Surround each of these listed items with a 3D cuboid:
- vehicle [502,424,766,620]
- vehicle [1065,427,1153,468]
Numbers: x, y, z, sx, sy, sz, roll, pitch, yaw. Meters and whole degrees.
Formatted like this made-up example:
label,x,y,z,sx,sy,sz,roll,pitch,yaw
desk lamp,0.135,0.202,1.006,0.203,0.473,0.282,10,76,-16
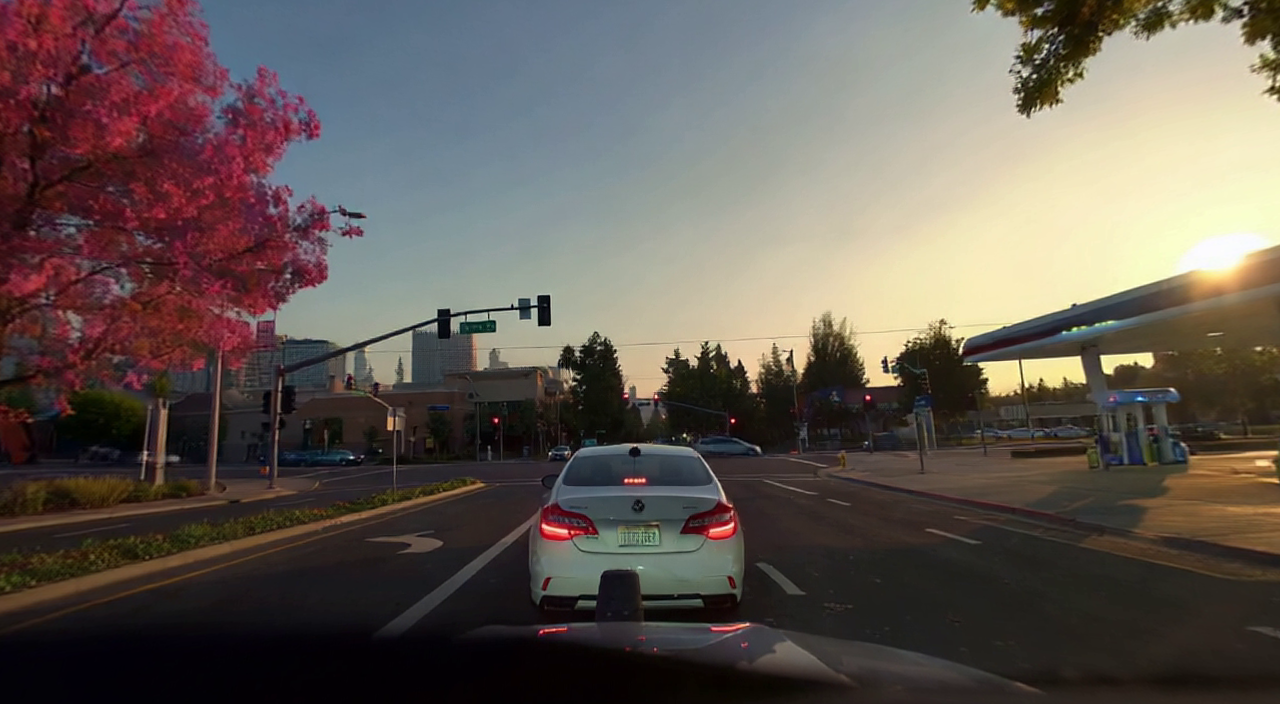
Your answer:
label,x,y,z,sx,sy,sz,roll,pitch,yaw
vehicle,-0.044,1.600,6.909,2.010,1.482,4.057,0,-8,0
vehicle,18.589,3.759,24.903,4.091,1.495,2.053,8,-12,-44
